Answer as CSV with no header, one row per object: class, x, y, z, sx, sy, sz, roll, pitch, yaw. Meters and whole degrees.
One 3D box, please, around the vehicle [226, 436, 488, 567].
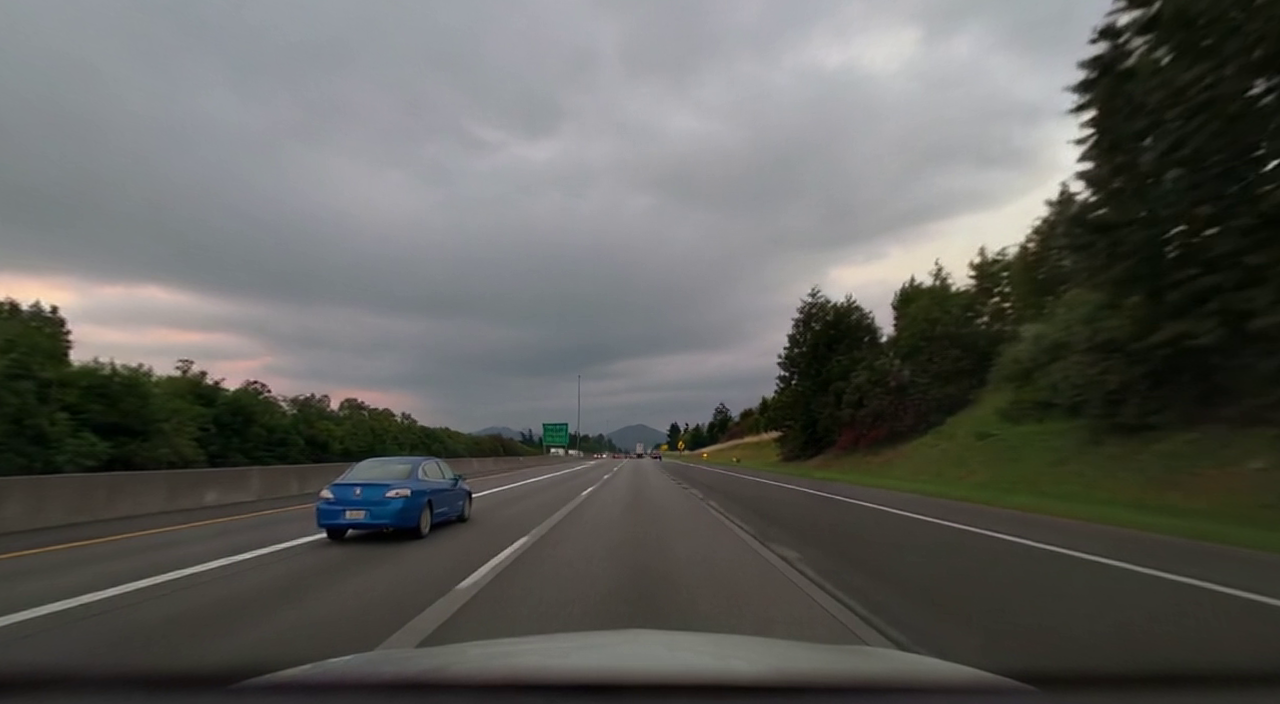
vehicle,-3.865,2.085,9.536,2.121,1.537,3.852,0,-9,1
